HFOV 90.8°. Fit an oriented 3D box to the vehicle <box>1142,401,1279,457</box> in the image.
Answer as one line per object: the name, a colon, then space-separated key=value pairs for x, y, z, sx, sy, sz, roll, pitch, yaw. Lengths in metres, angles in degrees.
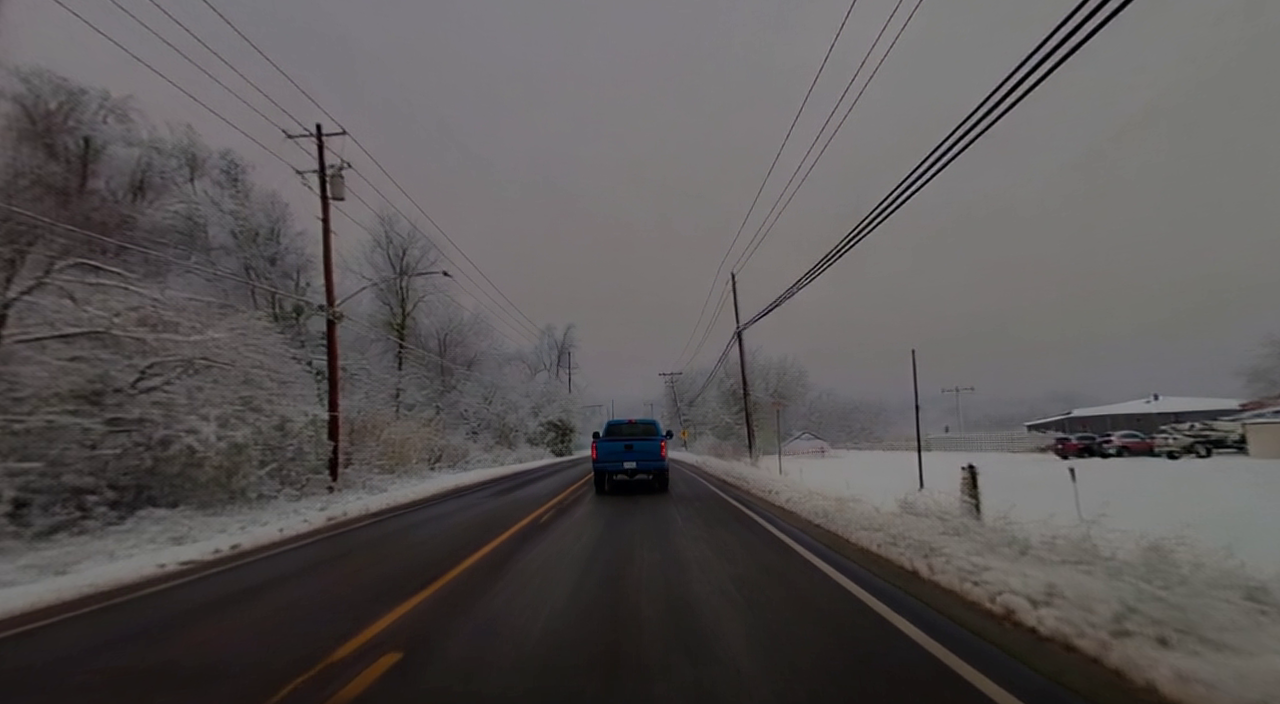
vehicle: x=33.638 y=4.549 z=36.604 sx=2.581 sy=2.932 sz=6.340 roll=4 pitch=-9 yaw=-27

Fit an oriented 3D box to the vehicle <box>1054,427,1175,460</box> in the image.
vehicle: x=31.411 y=6.134 z=42.186 sx=2.323 sy=2.002 sz=6.310 roll=2 pitch=-9 yaw=-13

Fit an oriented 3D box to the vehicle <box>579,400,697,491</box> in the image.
vehicle: x=-0.099 y=2.942 z=19.954 sx=3.021 sy=2.326 sz=7.410 roll=0 pitch=-8 yaw=-1
